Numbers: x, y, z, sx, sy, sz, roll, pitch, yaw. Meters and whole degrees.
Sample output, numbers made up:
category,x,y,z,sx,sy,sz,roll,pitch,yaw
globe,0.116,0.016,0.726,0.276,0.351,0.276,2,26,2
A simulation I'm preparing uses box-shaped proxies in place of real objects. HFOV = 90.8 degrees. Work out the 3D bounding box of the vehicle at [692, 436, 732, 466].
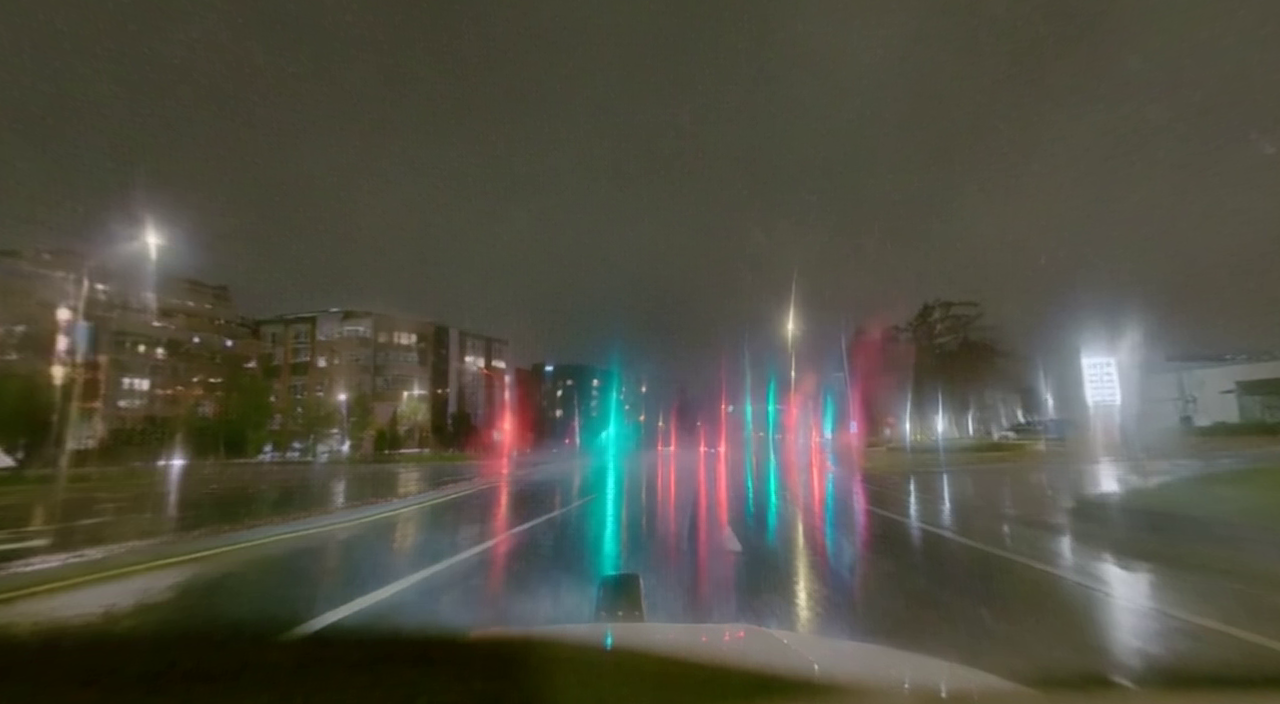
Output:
category,x,y,z,sx,sy,sz,roll,pitch,yaw
vehicle,5.101,6.903,44.099,2.356,1.931,4.840,-2,-9,10

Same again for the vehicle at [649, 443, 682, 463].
category,x,y,z,sx,sy,sz,roll,pitch,yaw
vehicle,2.013,7.864,49.133,1.952,1.472,4.312,-2,-9,11
